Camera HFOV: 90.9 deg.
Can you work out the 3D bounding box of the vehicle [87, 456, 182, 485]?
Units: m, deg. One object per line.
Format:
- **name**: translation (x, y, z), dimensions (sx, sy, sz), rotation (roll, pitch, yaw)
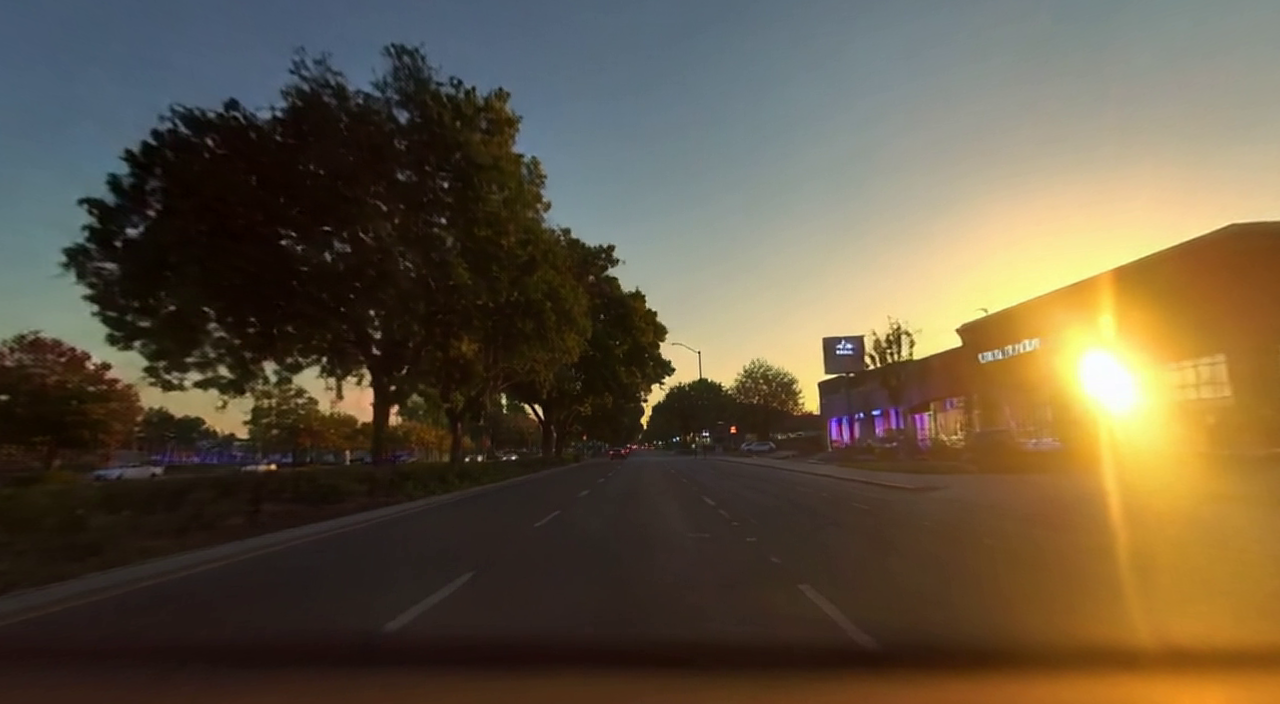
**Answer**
- **vehicle**: translation (-35.167, 8.223, 43.922), dimensions (4.912, 1.775, 1.996), rotation (7, -12, -42)
